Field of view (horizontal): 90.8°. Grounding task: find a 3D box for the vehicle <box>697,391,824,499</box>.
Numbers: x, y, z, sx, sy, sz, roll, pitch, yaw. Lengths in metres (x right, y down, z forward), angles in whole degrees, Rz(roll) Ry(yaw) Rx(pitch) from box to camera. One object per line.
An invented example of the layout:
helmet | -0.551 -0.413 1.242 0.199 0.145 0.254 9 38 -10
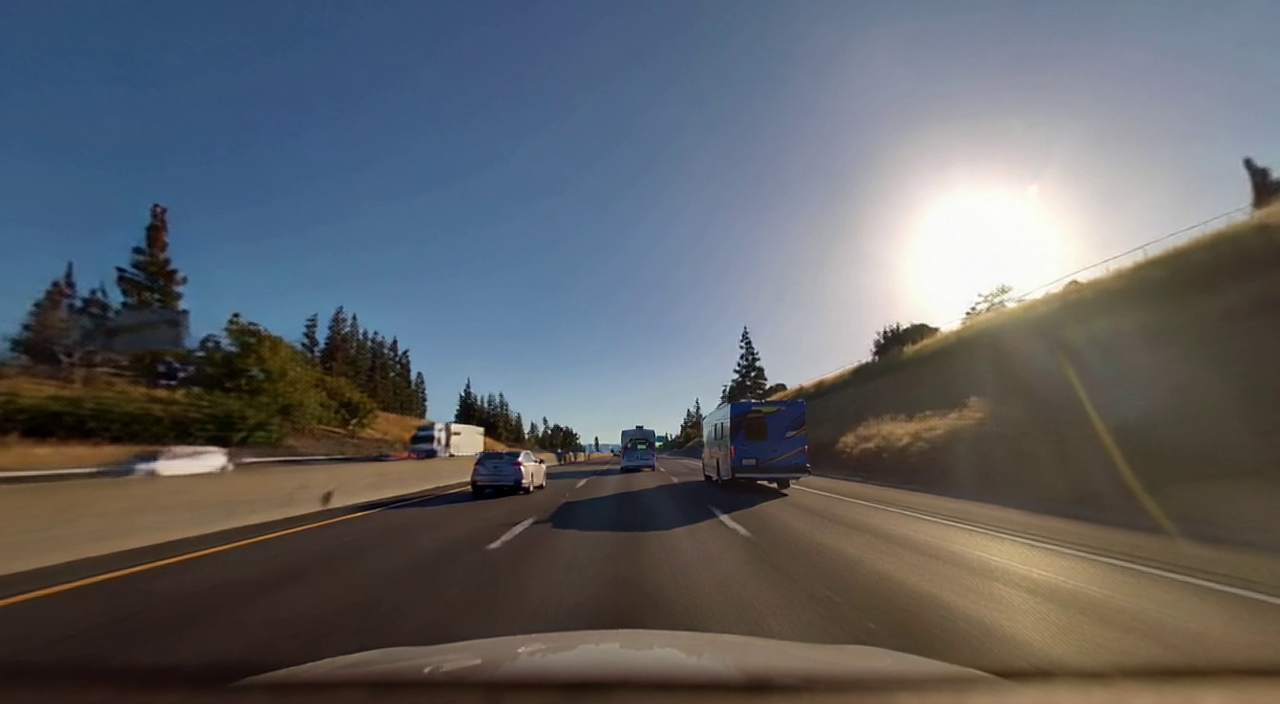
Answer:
vehicle | 3.593 3.064 20.791 2.607 2.910 7.252 0 -9 -1

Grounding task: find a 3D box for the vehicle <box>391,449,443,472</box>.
vehicle | -15.764 7.702 44.859 2.046 1.505 4.296 0 -9 0

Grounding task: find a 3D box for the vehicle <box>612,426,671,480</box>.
vehicle | 0.043 4.750 29.772 2.524 2.310 4.986 0 -9 0

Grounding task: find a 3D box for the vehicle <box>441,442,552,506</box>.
vehicle | -3.782 3.290 17.500 1.959 1.502 4.559 0 -9 1

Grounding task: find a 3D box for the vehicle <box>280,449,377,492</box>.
vehicle | -11.534 4.375 23.653 1.724 1.444 3.710 0 -9 1

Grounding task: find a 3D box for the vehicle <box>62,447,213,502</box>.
vehicle | -15.700 3.807 19.992 1.875 1.545 3.440 0 -9 1
